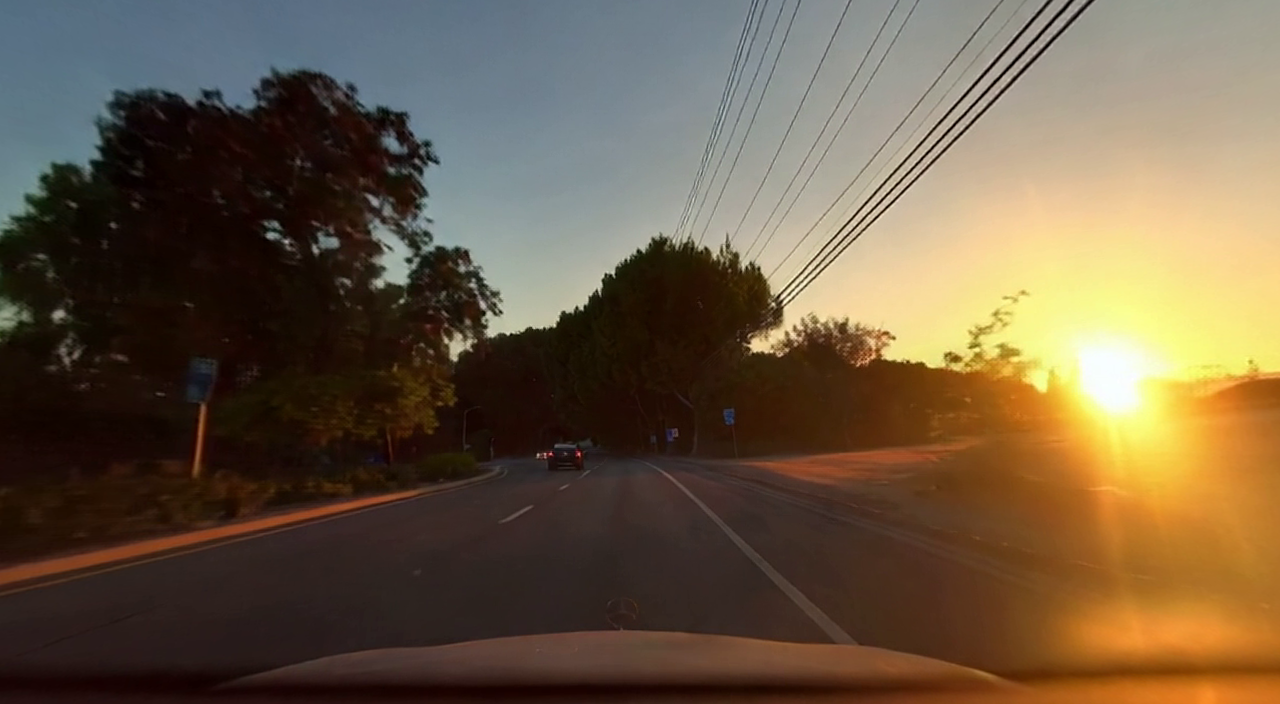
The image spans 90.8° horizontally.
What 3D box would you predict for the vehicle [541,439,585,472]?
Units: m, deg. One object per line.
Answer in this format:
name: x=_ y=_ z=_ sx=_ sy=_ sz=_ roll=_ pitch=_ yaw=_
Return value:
vehicle: x=-4.794 y=6.536 z=40.080 sx=2.246 sy=1.885 sz=5.275 roll=0 pitch=-9 yaw=-2
